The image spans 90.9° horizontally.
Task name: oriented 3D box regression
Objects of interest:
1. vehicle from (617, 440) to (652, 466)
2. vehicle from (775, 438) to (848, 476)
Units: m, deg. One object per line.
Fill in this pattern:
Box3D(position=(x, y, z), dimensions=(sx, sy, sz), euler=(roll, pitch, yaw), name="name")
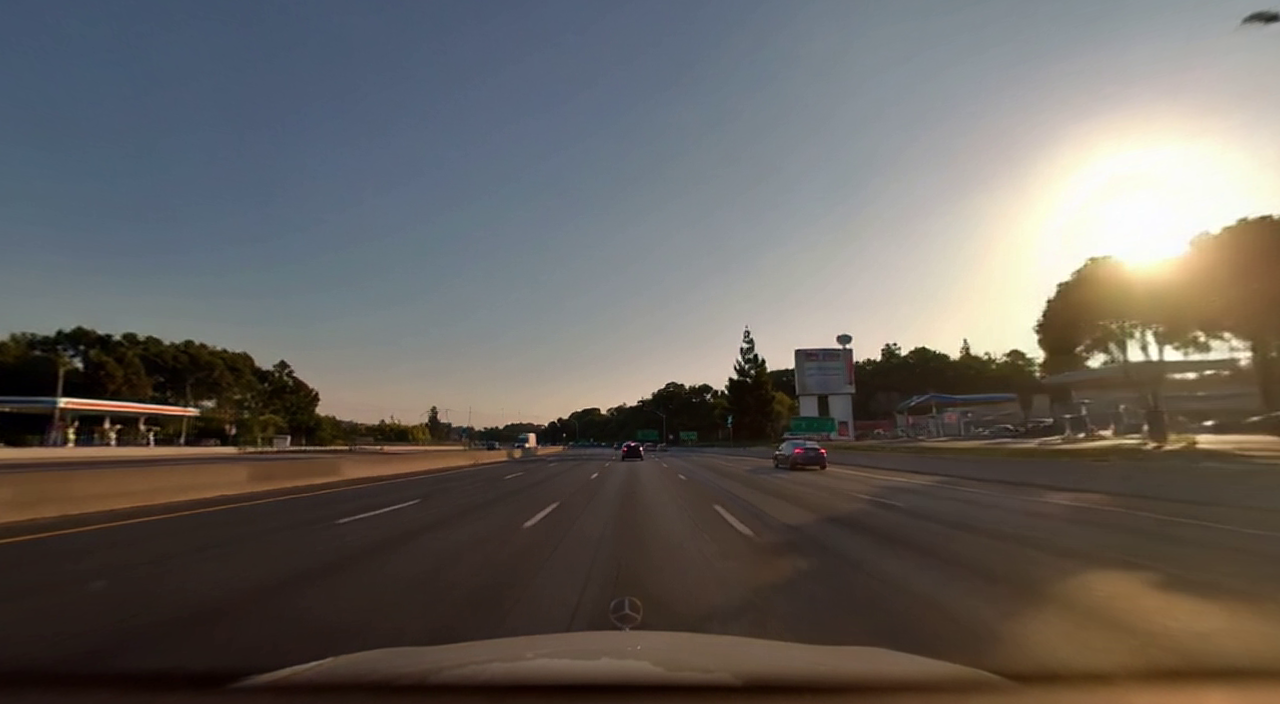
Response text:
Box3D(position=(-0.368, 6.179, 38.712), dimensions=(1.999, 1.473, 4.351), euler=(0, -8, -1), name="vehicle")
Box3D(position=(7.091, 4.372, 26.545), dimensions=(1.867, 1.463, 4.295), euler=(0, -8, 0), name="vehicle")
